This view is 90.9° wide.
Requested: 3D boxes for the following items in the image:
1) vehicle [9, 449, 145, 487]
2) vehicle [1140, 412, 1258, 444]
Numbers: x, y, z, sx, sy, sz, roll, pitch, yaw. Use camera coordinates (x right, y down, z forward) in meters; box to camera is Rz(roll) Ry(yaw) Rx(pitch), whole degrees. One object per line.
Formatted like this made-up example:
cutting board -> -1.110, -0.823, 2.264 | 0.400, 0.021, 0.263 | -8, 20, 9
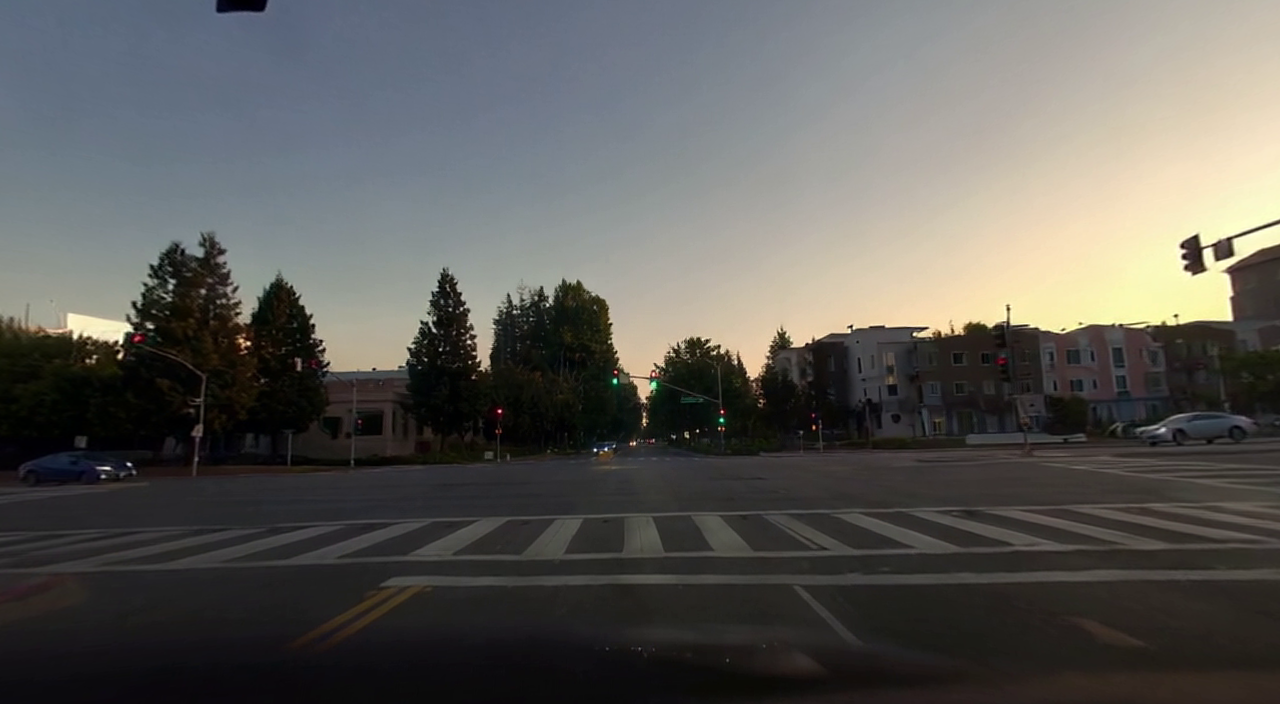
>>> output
vehicle -> -25.158, 5.163, 28.252 | 4.332, 1.573, 1.900 | 0, -8, 3
vehicle -> 30.268, 4.158, 34.228 | 4.483, 1.691, 1.949 | 0, -8, 1
